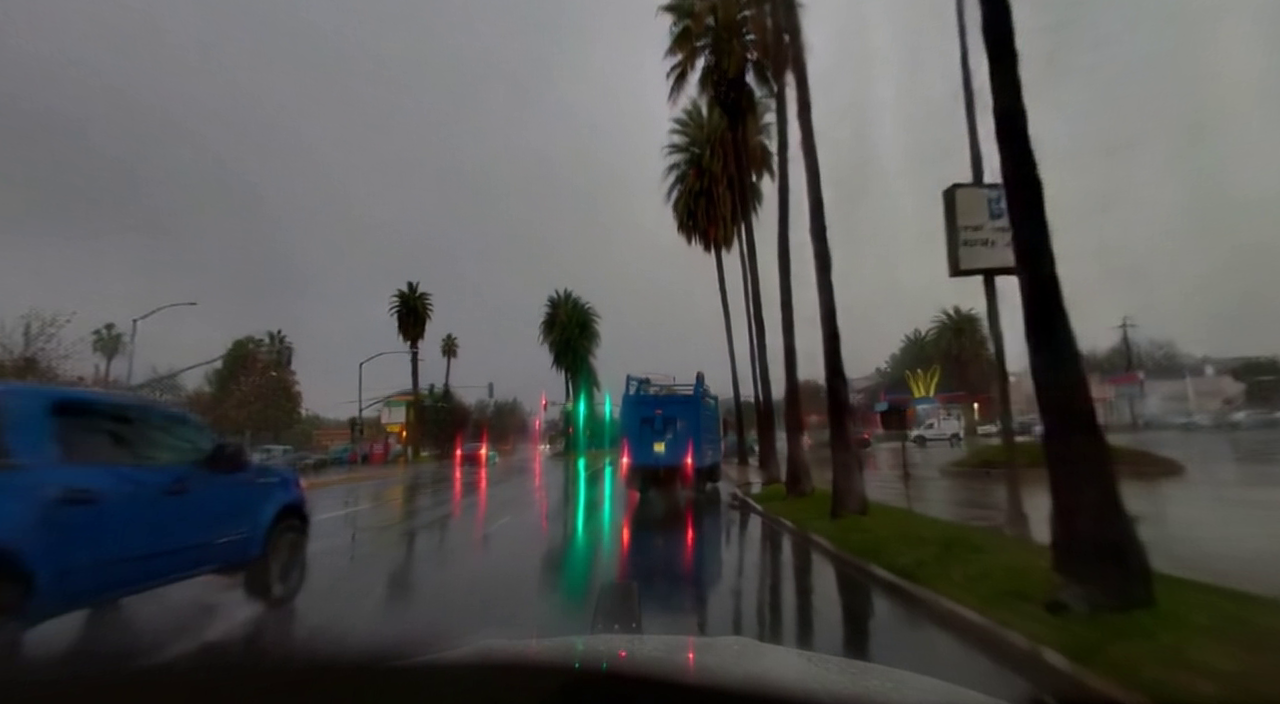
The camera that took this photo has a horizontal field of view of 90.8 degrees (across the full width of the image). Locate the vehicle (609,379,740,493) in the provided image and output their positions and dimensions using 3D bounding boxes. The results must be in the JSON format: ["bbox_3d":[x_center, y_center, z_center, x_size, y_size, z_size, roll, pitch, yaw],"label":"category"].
[{"bbox_3d":[1.317,2.641,19.745,2.463,2.954,5.938,-3,-9,19],"label":"vehicle"}]

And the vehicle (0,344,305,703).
[{"bbox_3d":[-4.031,0.895,3.277,2.102,1.744,4.630,0,-8,-1],"label":"vehicle"}]

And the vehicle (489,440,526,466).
[{"bbox_3d":[-9.266,7.076,44.625,1.961,1.709,5.052,1,-8,-5],"label":"vehicle"}]

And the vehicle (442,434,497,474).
[{"bbox_3d":[-7.791,4.674,29.285,1.997,1.679,4.263,1,-8,-9],"label":"vehicle"}]
